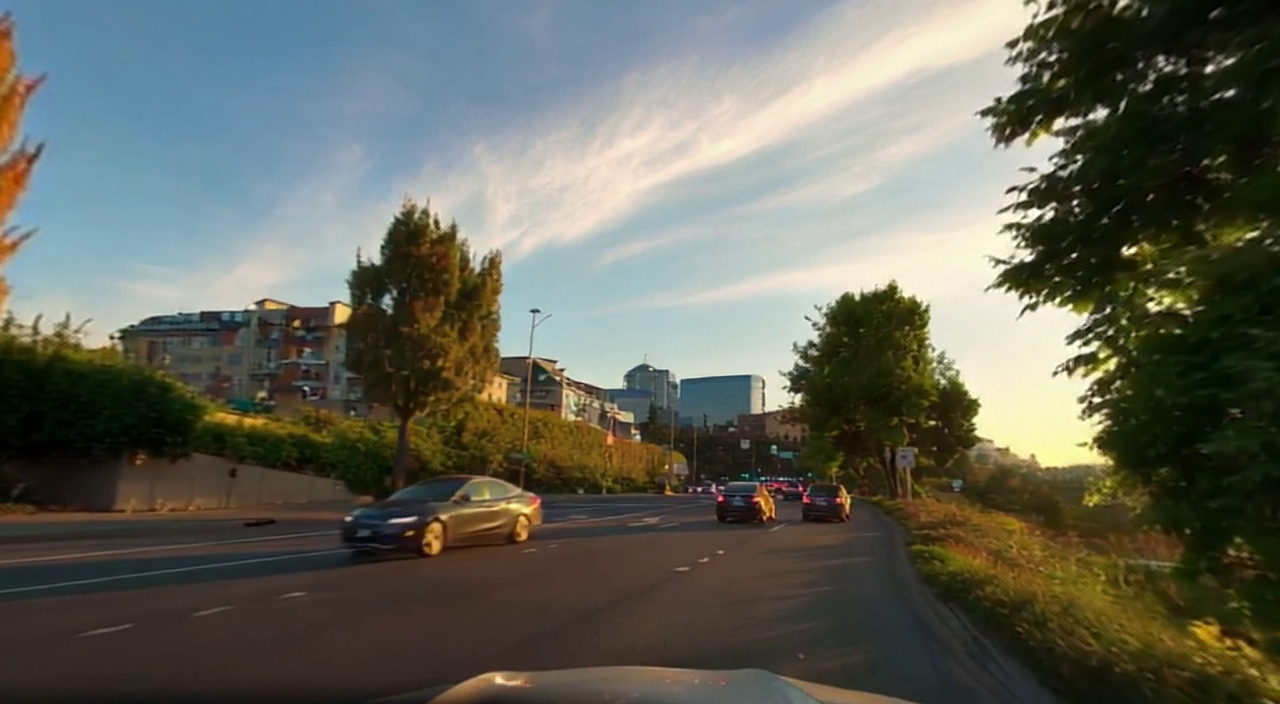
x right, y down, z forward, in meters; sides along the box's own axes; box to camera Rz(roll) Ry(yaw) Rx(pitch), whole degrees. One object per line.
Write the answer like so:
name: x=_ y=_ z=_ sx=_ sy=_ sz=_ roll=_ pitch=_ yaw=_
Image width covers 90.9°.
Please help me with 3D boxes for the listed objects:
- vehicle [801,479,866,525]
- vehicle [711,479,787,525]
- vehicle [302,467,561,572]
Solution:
vehicle: x=7.504 y=5.662 z=24.162 sx=2.129 sy=1.471 sz=4.258 roll=-3 pitch=-11 yaw=20
vehicle: x=4.281 y=5.667 z=24.206 sx=2.030 sy=1.441 sz=4.806 roll=-3 pitch=-11 yaw=20
vehicle: x=-3.596 y=2.996 z=12.035 sx=2.107 sy=1.502 sz=4.705 roll=-3 pitch=-11 yaw=21
